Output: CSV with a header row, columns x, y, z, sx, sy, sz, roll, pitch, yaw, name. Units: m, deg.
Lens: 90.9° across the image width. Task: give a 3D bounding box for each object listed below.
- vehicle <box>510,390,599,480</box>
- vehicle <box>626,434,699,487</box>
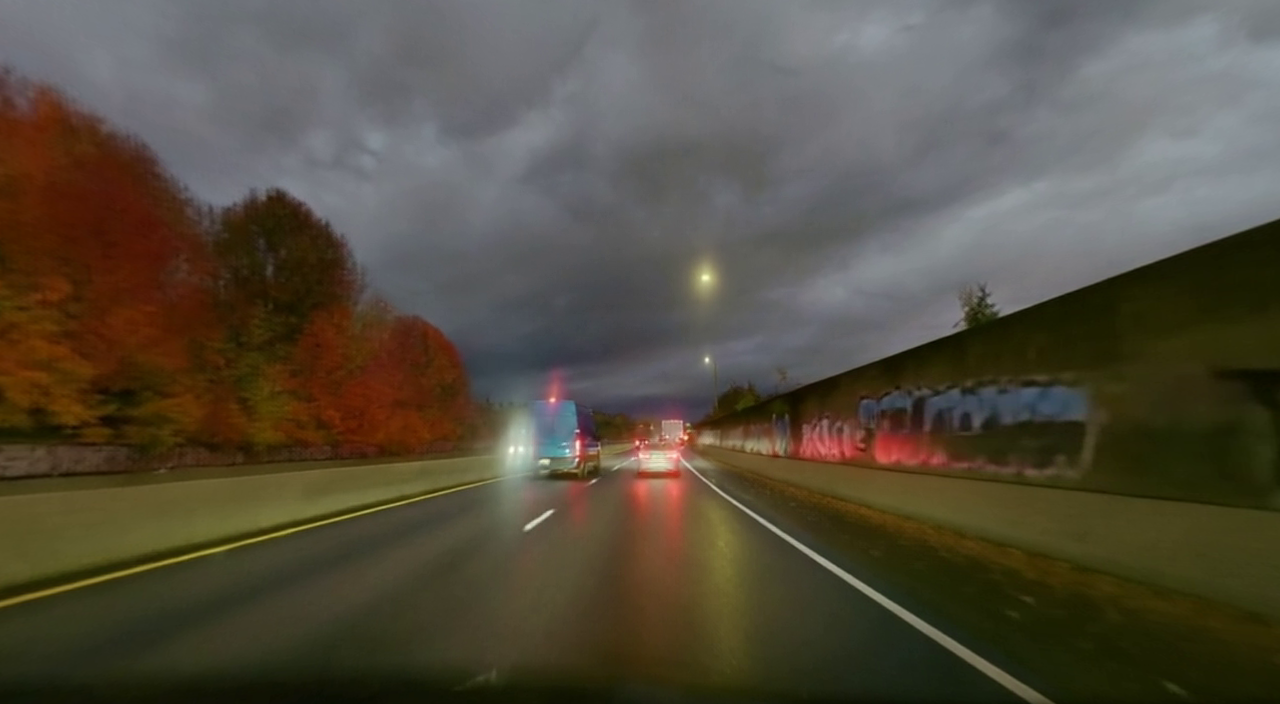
x,y,z,sx,sy,sz,roll,pitch,yaw,name
-2.822,2.935,22.095,2.334,2.769,5.087,0,-8,1,vehicle
0.681,3.350,19.812,2.071,1.487,3.948,0,-8,1,vehicle
